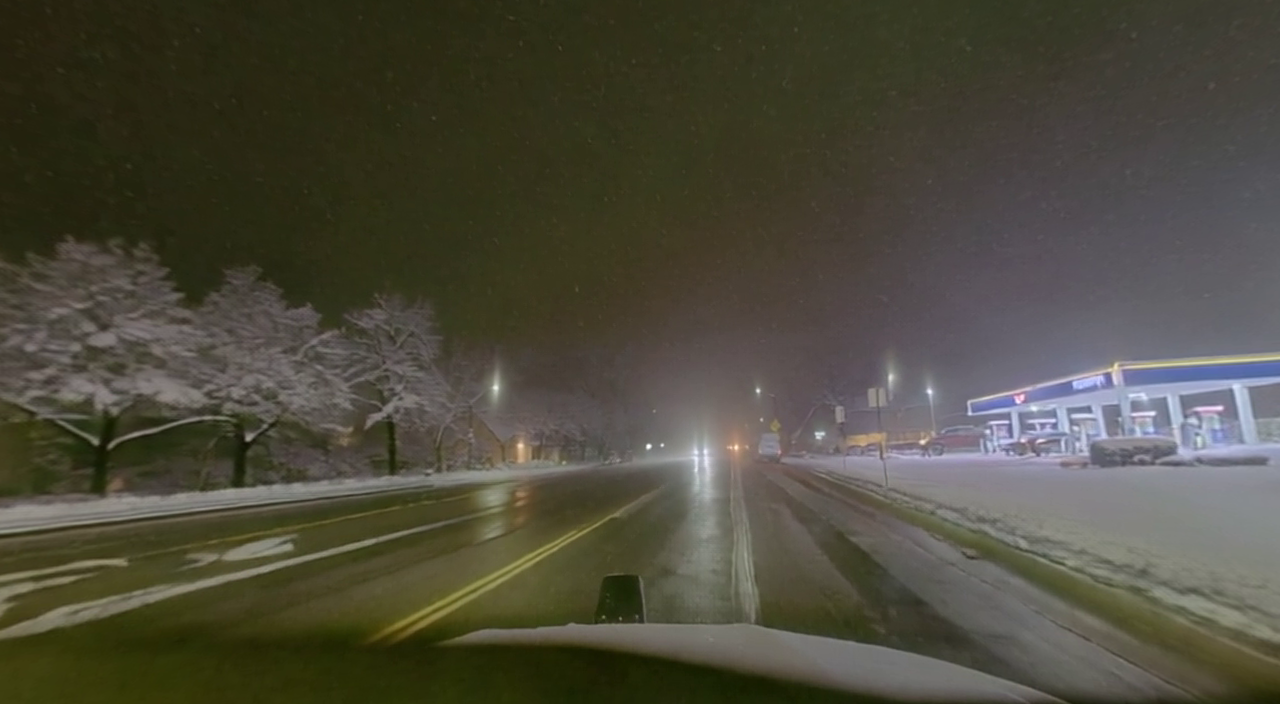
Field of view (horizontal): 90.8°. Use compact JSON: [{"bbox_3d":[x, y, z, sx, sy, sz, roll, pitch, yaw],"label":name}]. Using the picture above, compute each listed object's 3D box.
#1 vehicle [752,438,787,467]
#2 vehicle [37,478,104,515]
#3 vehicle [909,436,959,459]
[{"bbox_3d":[9.016,7.025,44.367,2.194,1.896,5.049,-2,-9,10],"label":"vehicle"},{"bbox_3d":[-27.400,6.878,30.355,4.672,1.460,1.837,-9,-12,42],"label":"vehicle"},{"bbox_3d":[19.418,6.356,41.884,1.919,1.411,4.440,-2,-9,10],"label":"vehicle"}]
